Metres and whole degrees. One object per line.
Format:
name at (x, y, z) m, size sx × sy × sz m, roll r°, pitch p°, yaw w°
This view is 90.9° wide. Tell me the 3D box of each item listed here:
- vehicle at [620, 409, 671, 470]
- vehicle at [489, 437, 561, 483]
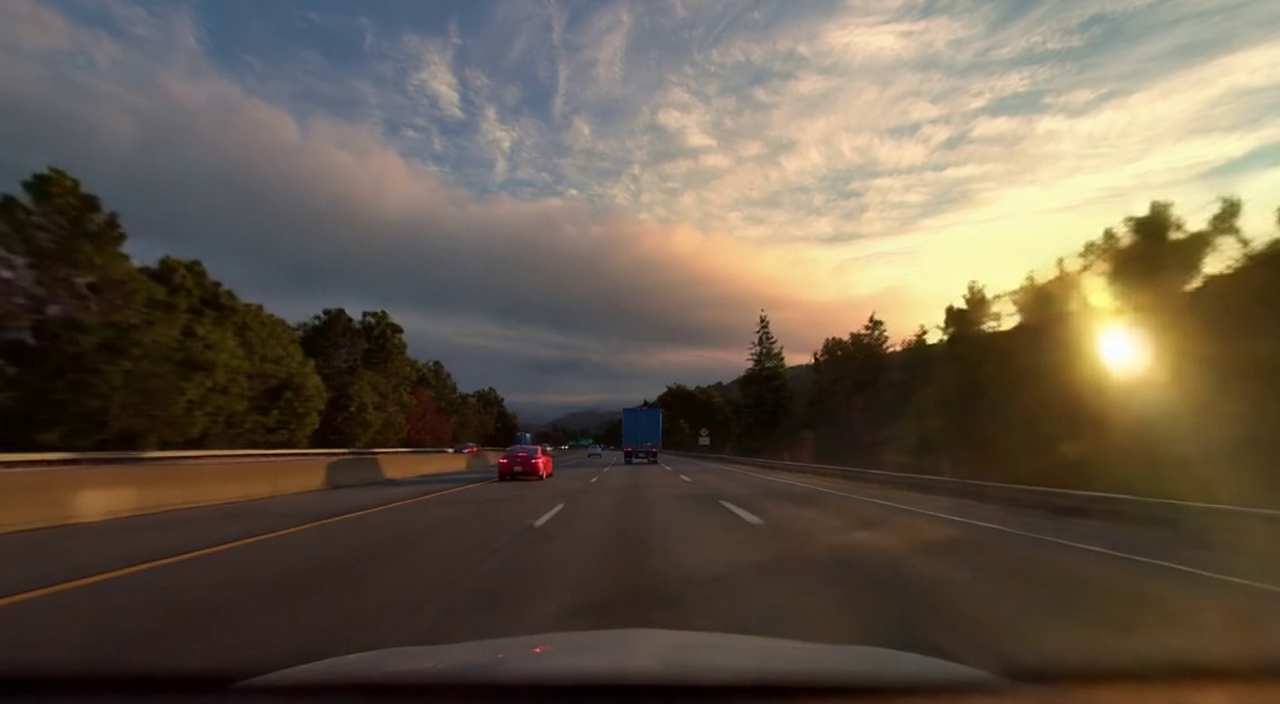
vehicle at (0.184, 5.946, 42.350) m, size 2.893 × 3.628 × 9.081 m, roll 0°, pitch -9°, yaw -3°
vehicle at (-4.304, 4.131, 24.220) m, size 1.977 × 1.602 × 3.944 m, roll 0°, pitch -9°, yaw 0°
